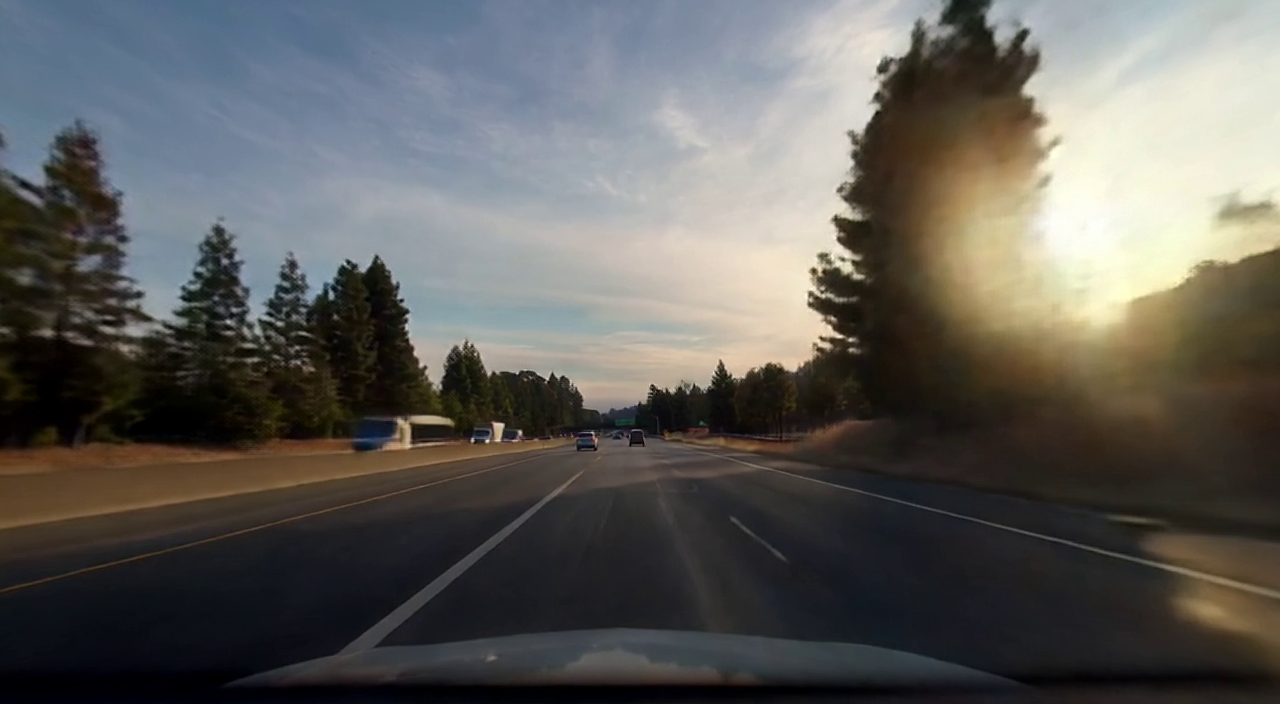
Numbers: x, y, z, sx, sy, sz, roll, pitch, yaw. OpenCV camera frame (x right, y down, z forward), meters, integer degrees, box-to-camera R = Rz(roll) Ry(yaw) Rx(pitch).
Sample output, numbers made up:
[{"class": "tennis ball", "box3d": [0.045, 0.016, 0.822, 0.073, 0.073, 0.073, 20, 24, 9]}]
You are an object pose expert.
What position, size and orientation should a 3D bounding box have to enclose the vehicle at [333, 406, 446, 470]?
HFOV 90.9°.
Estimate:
[{"class": "vehicle", "box3d": [-12.731, 4.483, 32.863, 2.811, 2.963, 7.409, 0, -8, 0]}]
